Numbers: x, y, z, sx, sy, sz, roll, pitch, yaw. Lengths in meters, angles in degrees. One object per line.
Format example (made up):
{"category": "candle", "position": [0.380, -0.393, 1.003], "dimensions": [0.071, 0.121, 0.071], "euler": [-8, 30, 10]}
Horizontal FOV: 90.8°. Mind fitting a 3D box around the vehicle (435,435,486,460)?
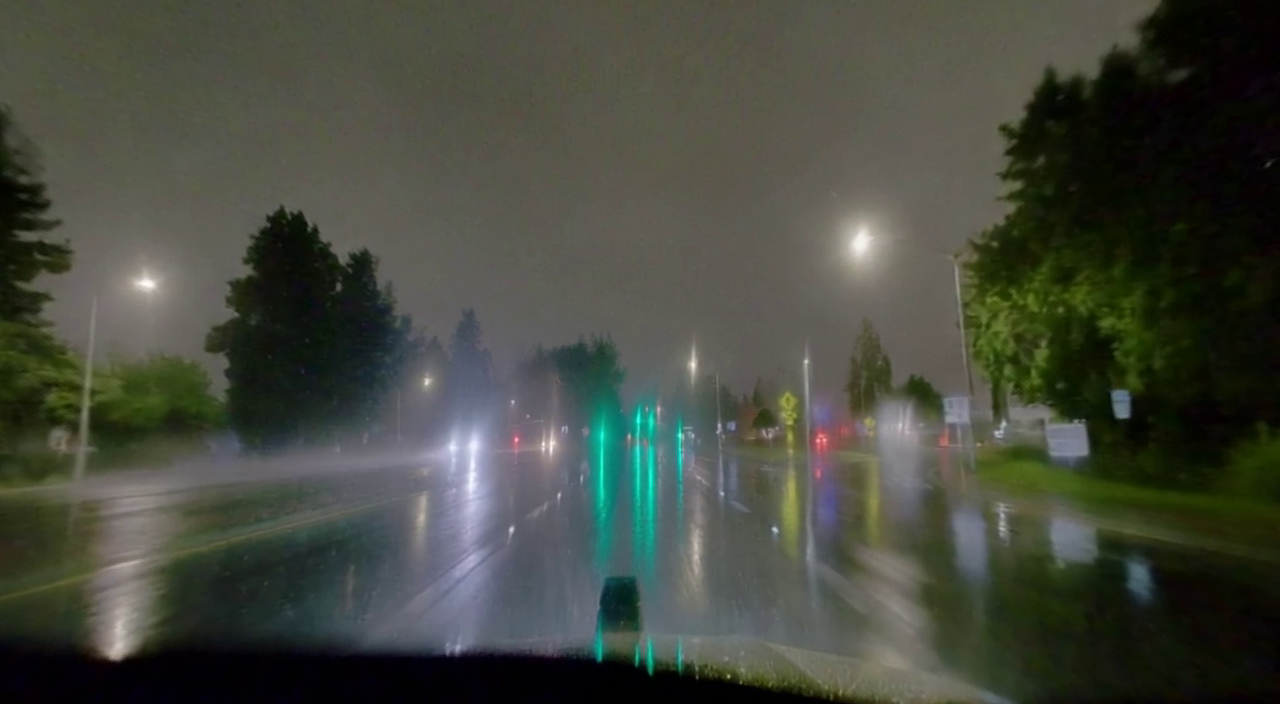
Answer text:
{"category": "vehicle", "position": [-12.924, 6.917, 45.837], "dimensions": [2.156, 1.728, 4.968], "euler": [0, -9, 1]}
